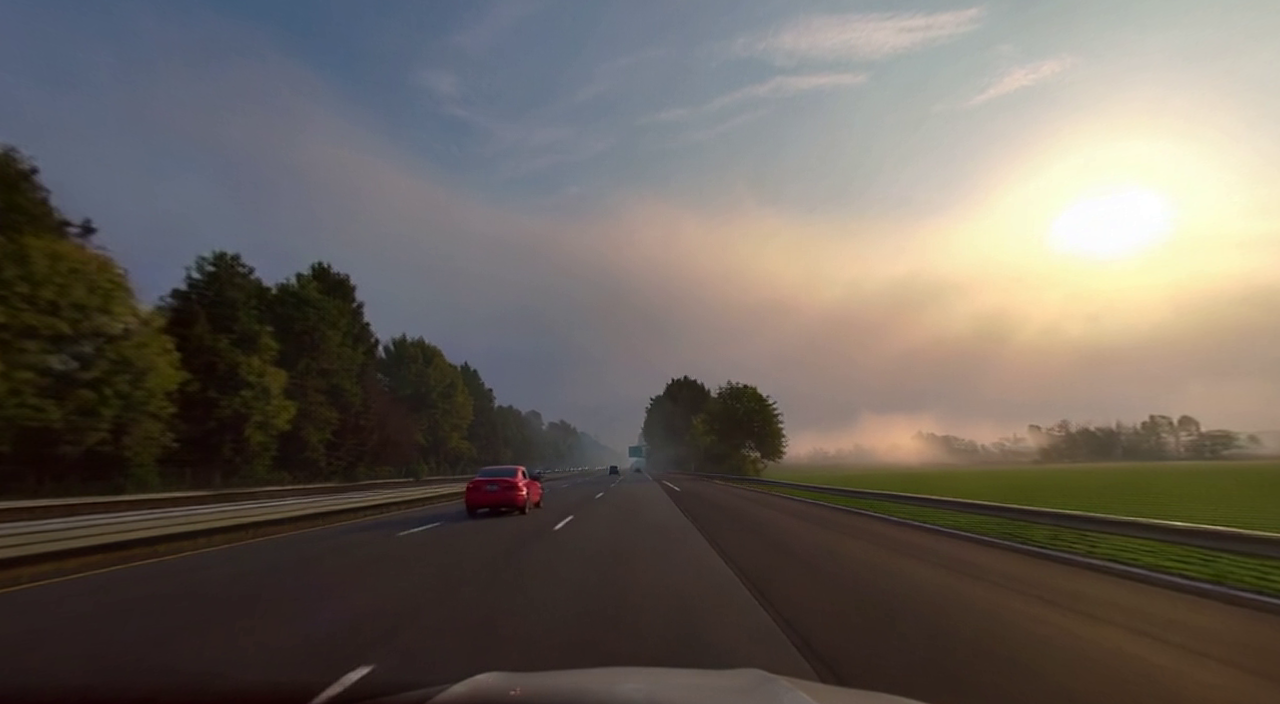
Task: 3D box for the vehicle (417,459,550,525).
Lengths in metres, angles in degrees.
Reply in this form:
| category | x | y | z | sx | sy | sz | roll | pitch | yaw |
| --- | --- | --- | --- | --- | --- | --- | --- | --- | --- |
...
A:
| category | x | y | z | sx | sy | sz | roll | pitch | yaw |
| --- | --- | --- | --- | --- | --- | --- | --- | --- | --- |
| vehicle | -3.831 | 3.561 | 16.453 | 2.183 | 1.435 | 4.653 | 0 | -10 | 1 |
